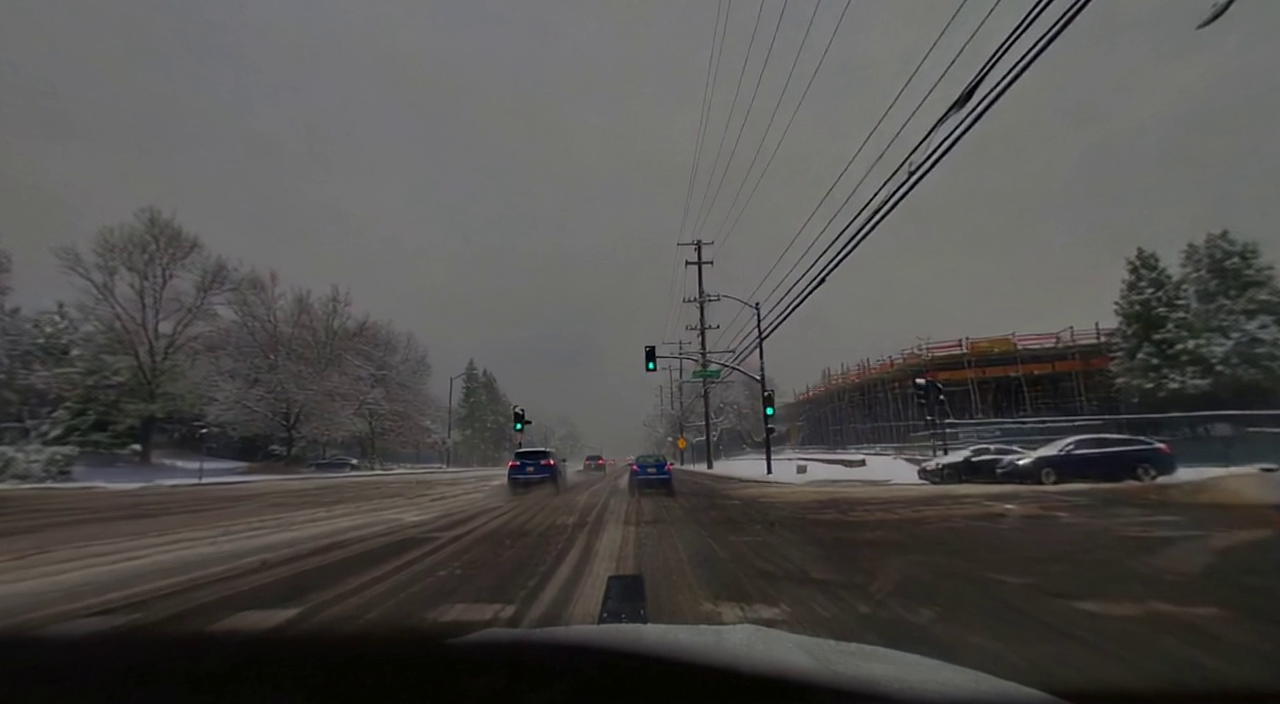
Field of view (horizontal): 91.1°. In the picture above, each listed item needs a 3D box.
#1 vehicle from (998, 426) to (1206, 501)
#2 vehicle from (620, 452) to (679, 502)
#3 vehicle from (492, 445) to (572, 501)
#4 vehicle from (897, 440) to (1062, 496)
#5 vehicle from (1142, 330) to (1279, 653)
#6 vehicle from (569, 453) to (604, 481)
[{"bbox_3d":[13.859,3.357,19.076,4.623,2.090,2.017,0,-9,-1],"label":"vehicle"},{"bbox_3d":[0.320,4.714,24.128,2.059,1.691,3.980,0,-9,0],"label":"vehicle"},{"bbox_3d":[-3.772,4.311,22.804,2.078,1.804,4.387,-1,-9,1],"label":"vehicle"},{"bbox_3d":[12.135,4.162,22.776,4.551,1.759,2.320,-3,-9,5],"label":"vehicle"},{"bbox_3d":[6.785,1.159,5.966,2.458,2.149,5.577,-6,-10,33],"label":"vehicle"},{"bbox_3d":[-3.558,7.783,42.640,1.910,1.713,4.786,-1,-9,1],"label":"vehicle"}]
